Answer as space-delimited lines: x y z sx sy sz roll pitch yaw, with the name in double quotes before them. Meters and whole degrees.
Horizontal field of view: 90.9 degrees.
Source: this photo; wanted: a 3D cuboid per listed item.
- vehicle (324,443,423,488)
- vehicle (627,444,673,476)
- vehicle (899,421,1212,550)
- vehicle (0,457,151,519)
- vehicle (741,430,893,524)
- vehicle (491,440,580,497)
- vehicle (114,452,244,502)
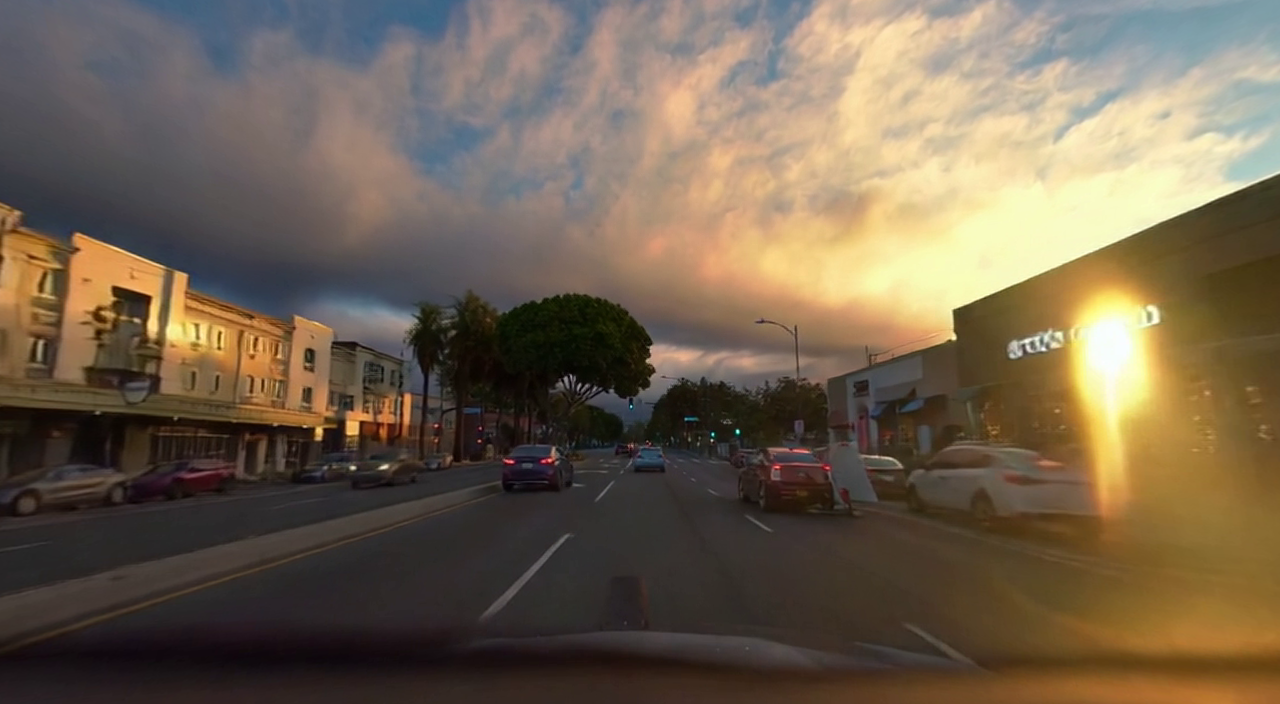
"vehicle" -10.633 4.531 25.539 1.951 1.658 4.473 0 -9 1
"vehicle" 0.466 5.278 31.136 2.103 1.468 4.094 0 -9 0
"vehicle" 6.921 2.268 11.492 2.207 1.789 5.099 0 -9 0
"vehicle" -17.031 3.910 18.522 1.854 1.466 4.377 -2 -8 0
"vehicle" 3.444 2.501 13.140 1.987 1.637 3.896 0 -9 0
"vehicle" -2.956 3.403 18.791 1.860 1.510 4.073 0 -9 1
"vehicle" -16.987 4.573 23.524 1.825 1.560 4.109 -2 -8 -2
